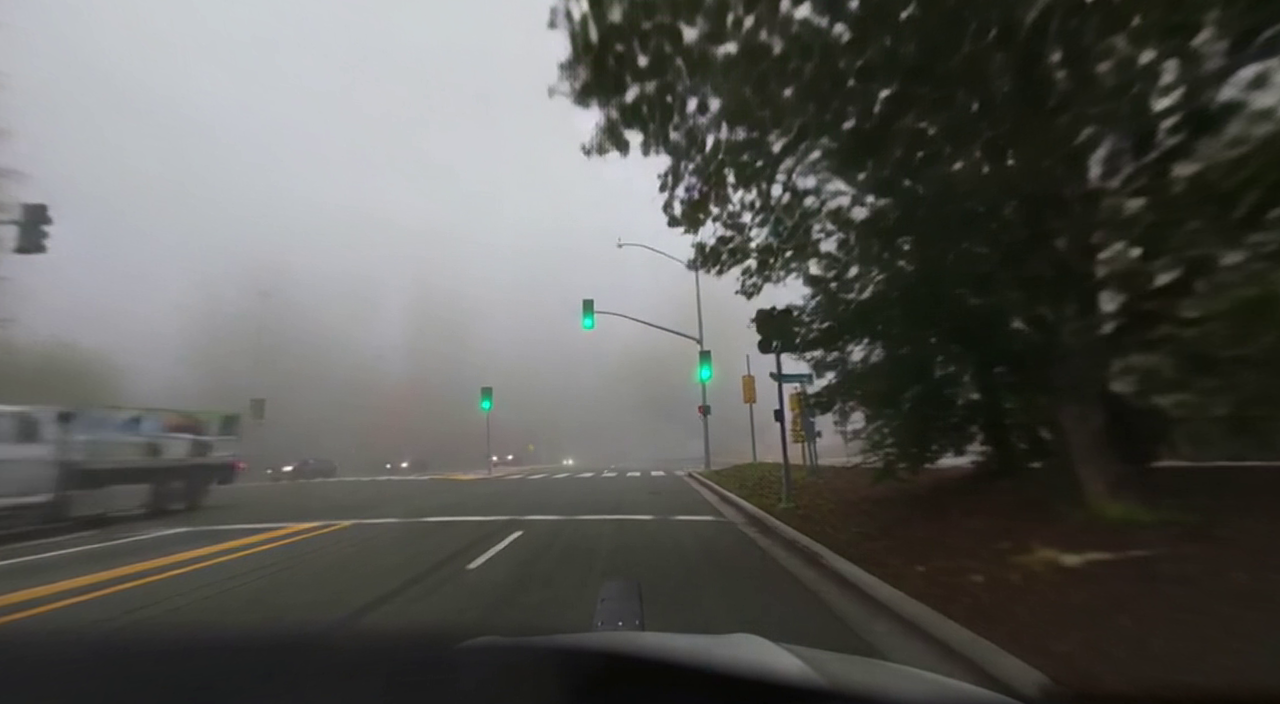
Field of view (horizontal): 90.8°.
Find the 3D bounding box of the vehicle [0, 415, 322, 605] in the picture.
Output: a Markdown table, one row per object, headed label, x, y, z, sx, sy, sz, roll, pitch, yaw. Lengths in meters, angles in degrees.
| label | x | y | z | sx | sy | sz | roll | pitch | yaw |
| --- | --- | --- | --- | --- | --- | --- | --- | --- | --- |
| vehicle | -7.092 | 1.870 | 8.355 | 2.308 | 1.755 | 6.571 | -2 | -8 | 1 |
